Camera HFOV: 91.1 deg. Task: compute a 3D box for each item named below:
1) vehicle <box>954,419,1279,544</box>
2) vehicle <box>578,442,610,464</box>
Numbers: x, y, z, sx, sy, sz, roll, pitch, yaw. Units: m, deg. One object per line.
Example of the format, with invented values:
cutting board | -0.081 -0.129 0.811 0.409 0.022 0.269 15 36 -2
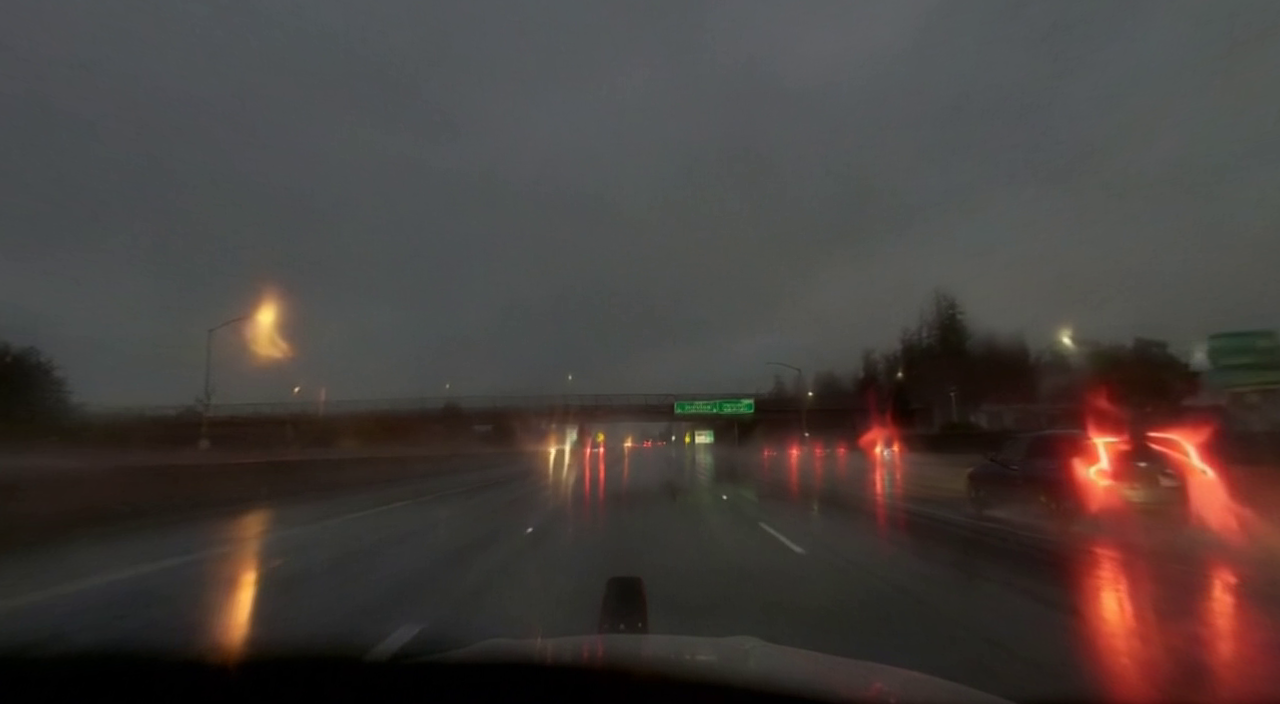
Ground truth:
vehicle | 7.578 2.037 10.610 2.032 1.601 4.863 0 -8 0
vehicle | -3.460 7.689 47.901 2.055 1.533 4.604 0 -8 1
